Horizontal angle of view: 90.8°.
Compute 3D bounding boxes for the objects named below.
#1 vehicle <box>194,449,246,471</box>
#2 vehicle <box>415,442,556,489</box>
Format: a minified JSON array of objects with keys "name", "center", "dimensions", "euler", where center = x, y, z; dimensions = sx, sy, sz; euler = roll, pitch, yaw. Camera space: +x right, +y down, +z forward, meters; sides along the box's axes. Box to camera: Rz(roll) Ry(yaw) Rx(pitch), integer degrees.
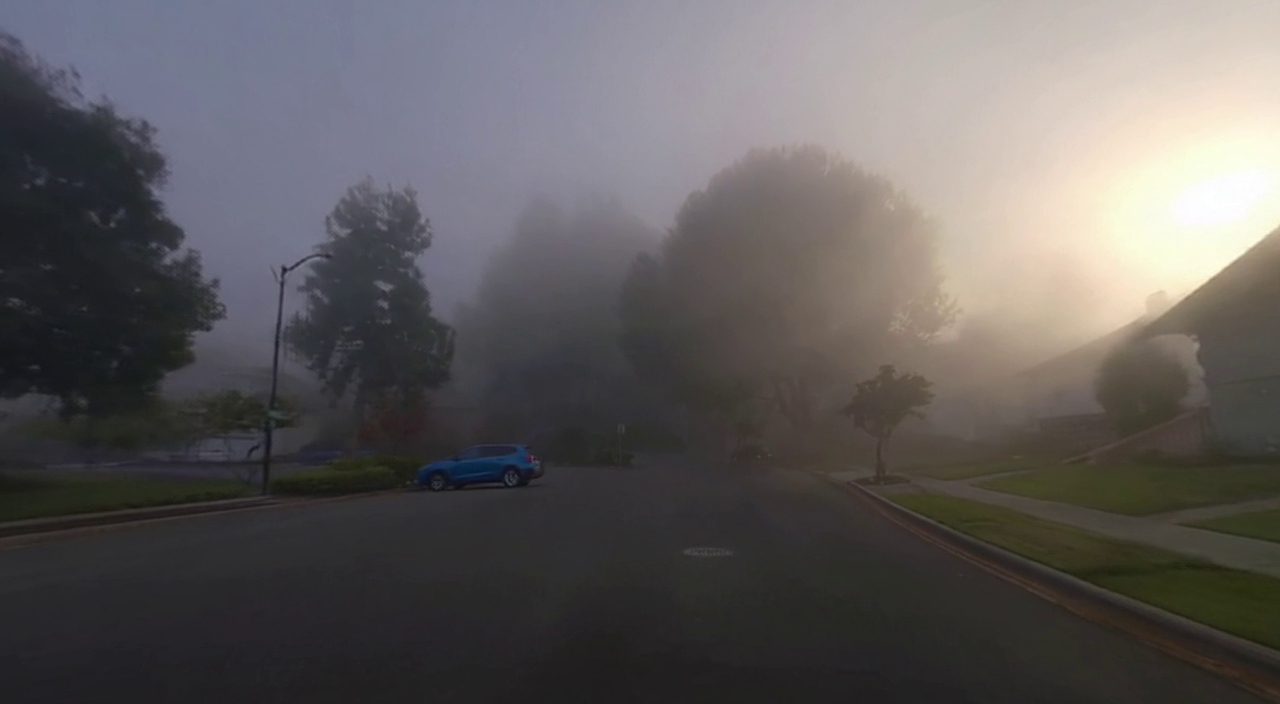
[{"name":"vehicle","center":[-30.427,7.764,45.701],"dimensions":[4.764,1.487,2.002],"euler":[-8,-12,44]},{"name":"vehicle","center":[-5.674,4.190,23.491],"dimensions":[4.692,1.660,1.879],"euler":[-1,-9,7]}]
